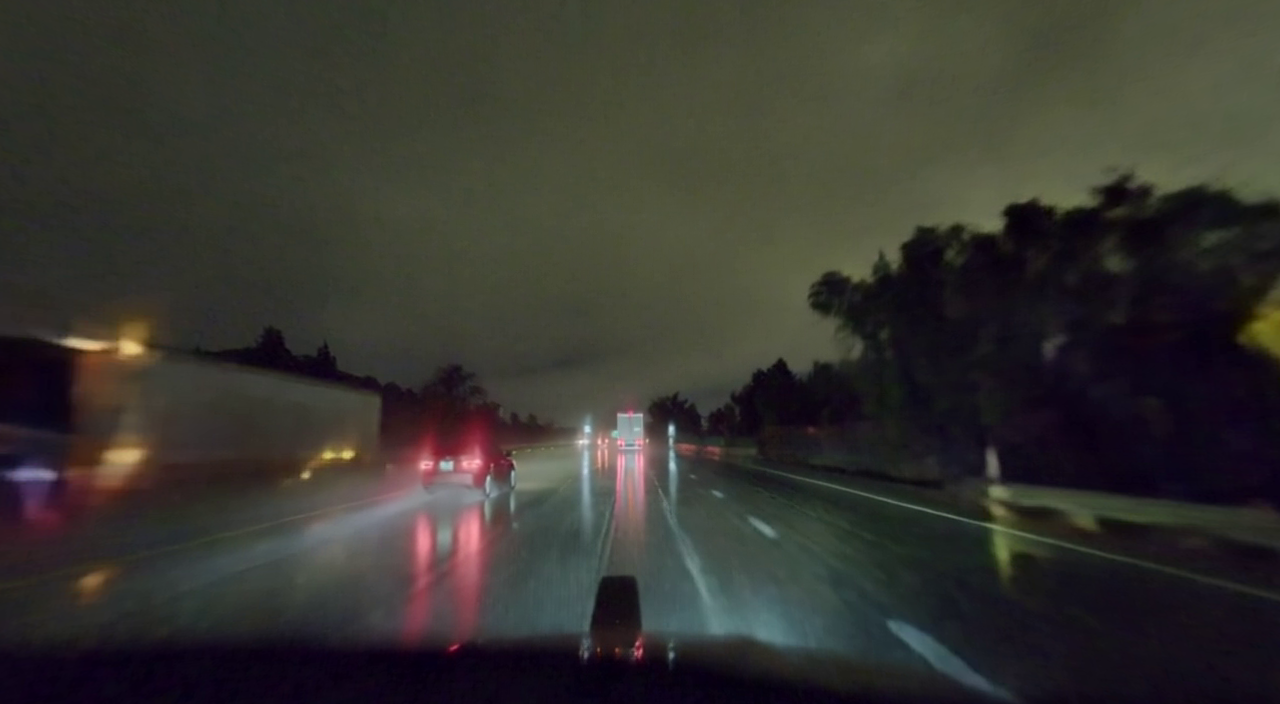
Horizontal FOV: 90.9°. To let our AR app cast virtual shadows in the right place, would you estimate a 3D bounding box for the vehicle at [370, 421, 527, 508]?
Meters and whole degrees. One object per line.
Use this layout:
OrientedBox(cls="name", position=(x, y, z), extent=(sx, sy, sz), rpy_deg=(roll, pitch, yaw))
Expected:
OrientedBox(cls="vehicle", position=(-4.099, 2.475, 14.480), extent=(2.123, 1.655, 4.688), rpy_deg=(0, -8, 0))
